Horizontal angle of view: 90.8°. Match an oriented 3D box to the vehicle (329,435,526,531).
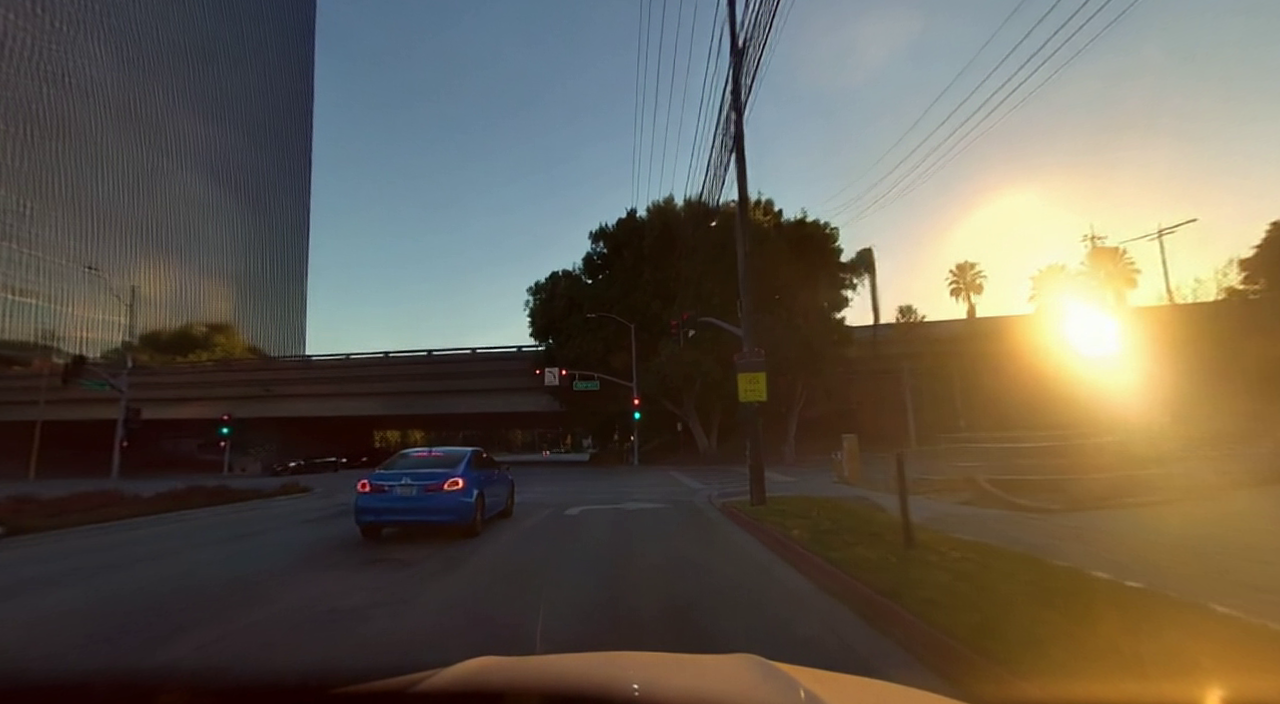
[{"bbox_3d":[-3.704,2.386,12.085,2.154,1.465,4.532,0,-9,0],"label":"vehicle"}]
